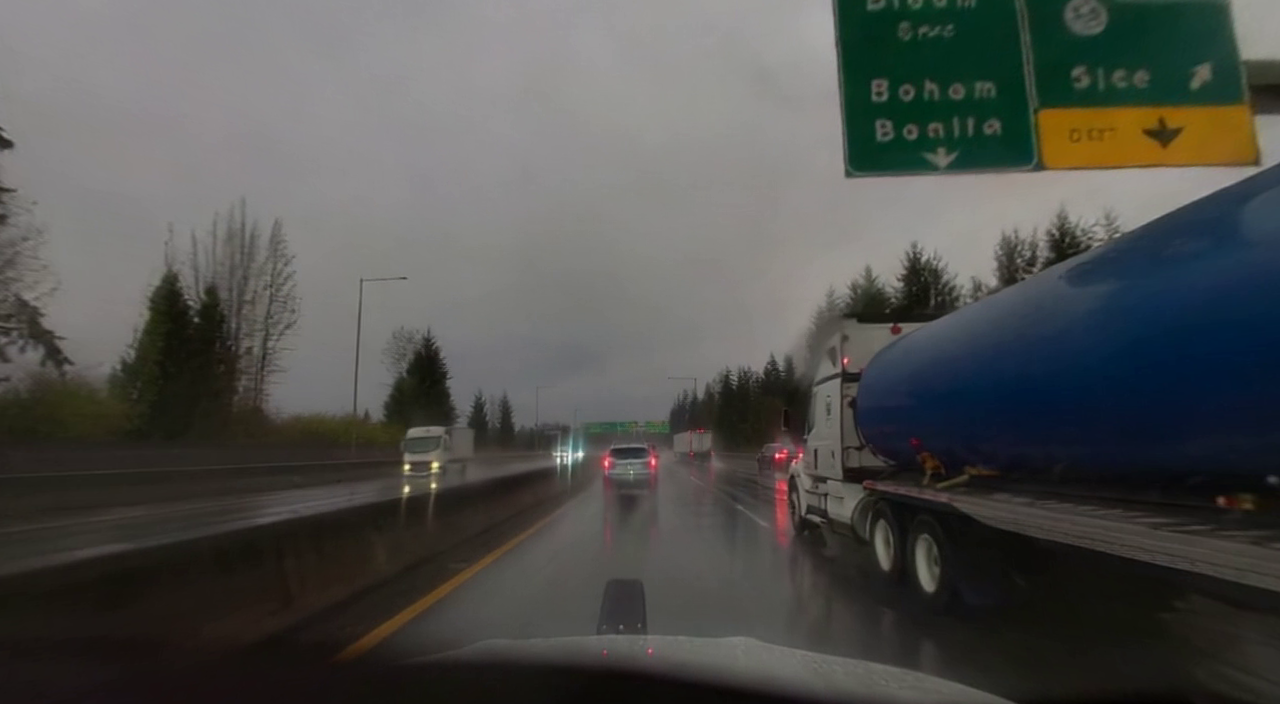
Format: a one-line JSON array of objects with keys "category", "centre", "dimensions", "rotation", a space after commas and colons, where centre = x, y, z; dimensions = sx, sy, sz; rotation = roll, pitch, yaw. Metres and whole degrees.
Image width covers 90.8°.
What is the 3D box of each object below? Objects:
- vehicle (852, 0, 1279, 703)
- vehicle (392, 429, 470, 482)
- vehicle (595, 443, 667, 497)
[{"category": "vehicle", "centre": [3.928, -0.159, 1.655], "dimensions": [2.694, 3.453, 11.641], "rotation": [0, -9, 0]}, {"category": "vehicle", "centre": [-12.124, 6.024, 37.240], "dimensions": [2.375, 2.798, 6.597], "rotation": [-1, -8, 0]}, {"category": "vehicle", "centre": [-0.243, 3.622, 19.627], "dimensions": [2.003, 1.490, 3.636], "rotation": [0, -9, 0]}]
